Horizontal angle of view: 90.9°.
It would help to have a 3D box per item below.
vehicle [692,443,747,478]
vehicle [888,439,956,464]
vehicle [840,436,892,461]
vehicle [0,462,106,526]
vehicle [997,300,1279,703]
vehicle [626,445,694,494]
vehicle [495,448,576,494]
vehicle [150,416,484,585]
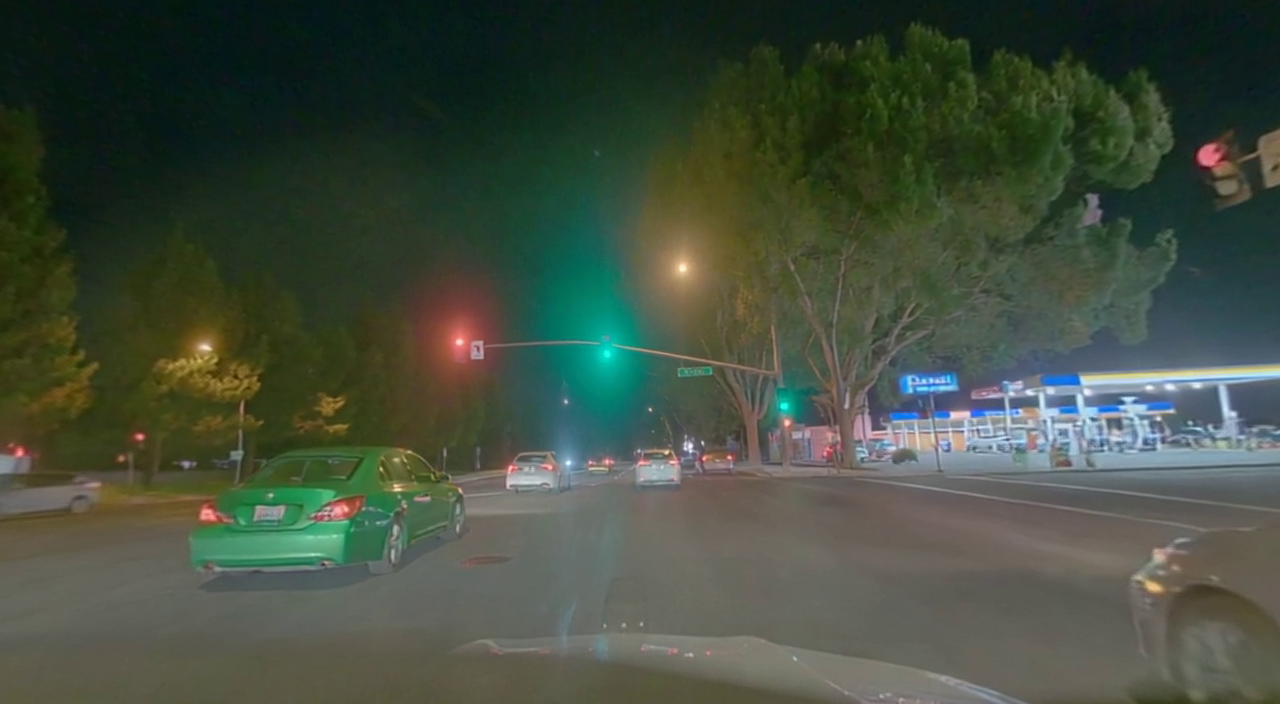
[{"bbox_3d":[3.660,5.123,29.920,1.920,1.479,4.548,0,-9,-1],"label":"vehicle"},{"bbox_3d":[18.011,6.441,40.570,2.081,1.482,4.860,0,-9,0],"label":"vehicle"},{"bbox_3d":[16.880,7.270,47.303,2.110,1.744,4.928,0,-9,1],"label":"vehicle"},{"bbox_3d":[-18.823,4.183,18.587,1.968,1.684,4.663,-2,-9,2],"label":"vehicle"},{"bbox_3d":[3.314,0.631,1.731,1.992,1.805,4.549,0,-9,1],"label":"vehicle"},{"bbox_3d":[0.644,3.794,20.662,1.994,1.433,3.894,-1,-9,2],"label":"vehicle"},{"bbox_3d":[-3.517,4.106,22.113,1.995,1.436,4.500,0,-9,1],"label":"vehicle"},{"bbox_3d":[-3.873,1.890,8.855,2.023,1.687,4.874,0,-9,1],"label":"vehicle"}]
